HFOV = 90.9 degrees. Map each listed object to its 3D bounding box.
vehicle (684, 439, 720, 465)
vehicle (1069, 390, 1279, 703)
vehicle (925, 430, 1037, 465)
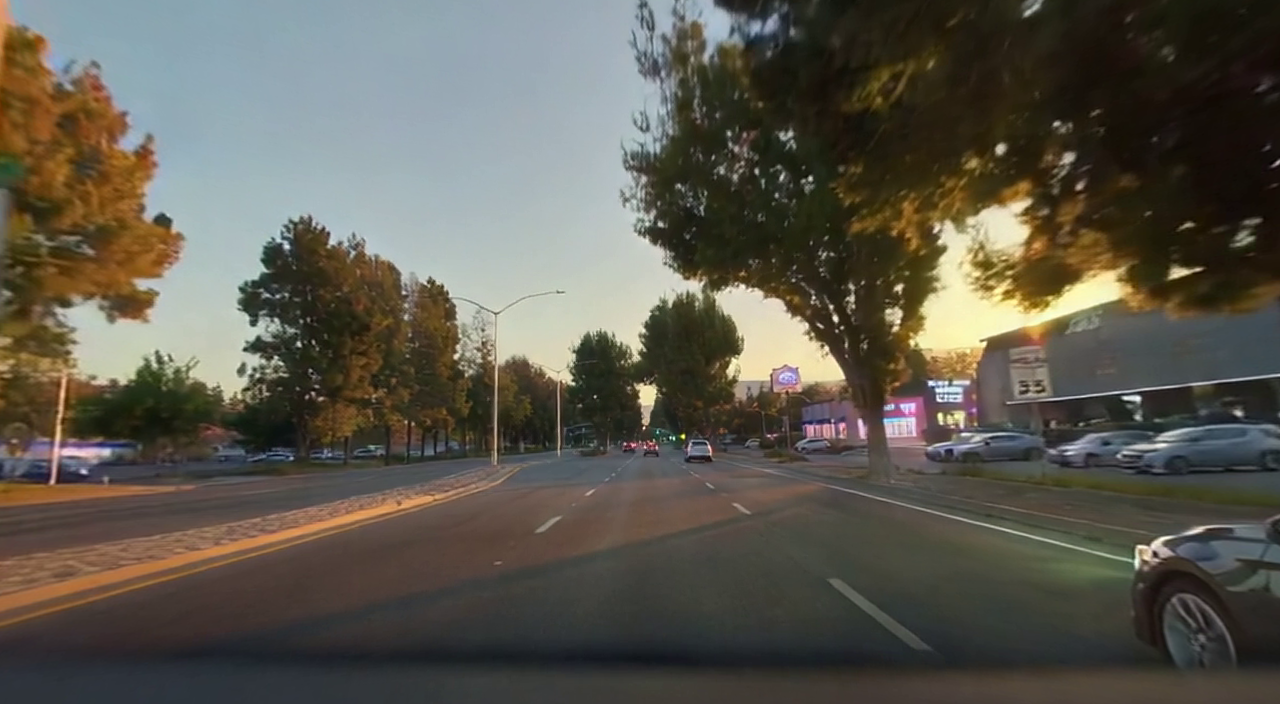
[{"bbox_3d":[4.269,6.936,43.921,2.007,1.683,4.171,0,-8,-1],"label":"vehicle"},{"bbox_3d":[3.518,0.741,1.265,1.995,1.528,4.732,0,-8,0],"label":"vehicle"},{"bbox_3d":[17.442,4.911,32.435,4.475,1.739,2.151,0,-8,-1],"label":"vehicle"}]
